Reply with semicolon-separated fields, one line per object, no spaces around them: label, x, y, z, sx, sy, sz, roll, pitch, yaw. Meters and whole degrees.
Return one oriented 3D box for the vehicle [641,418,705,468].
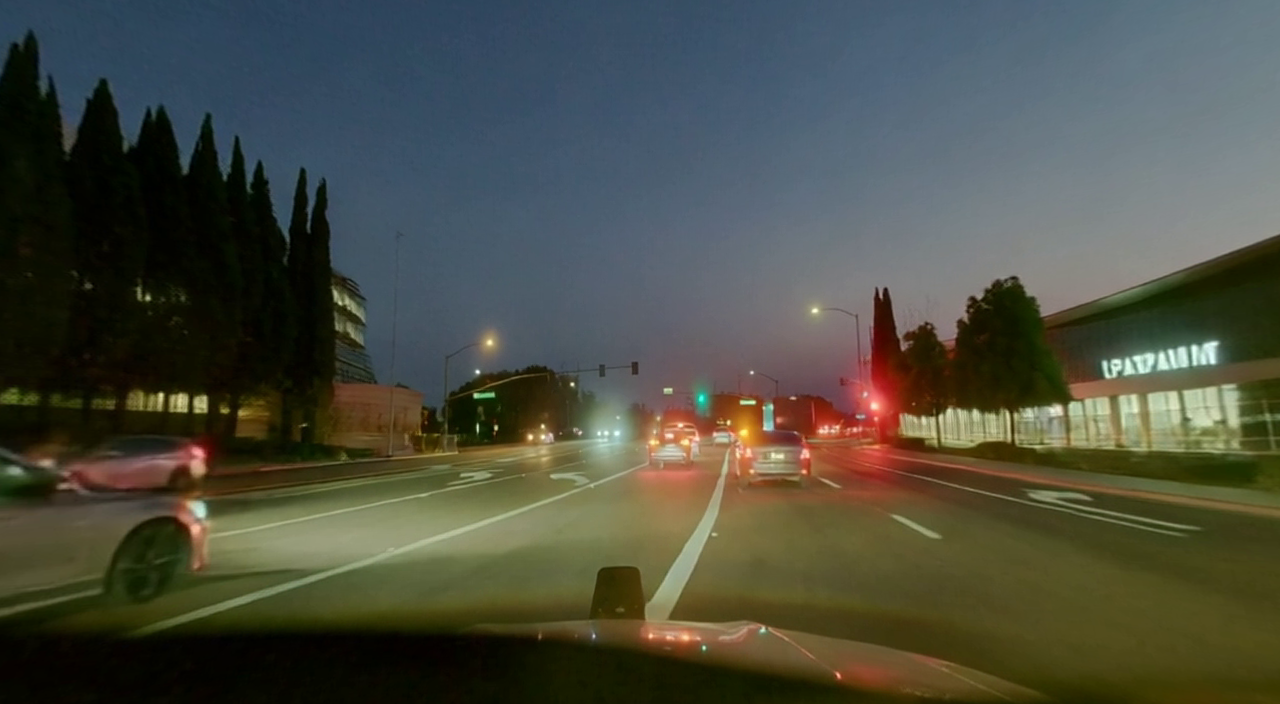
vehicle;1.465;3.774;26.028;2.188;1.892;4.488;-1;-9;9

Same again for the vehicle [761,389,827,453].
vehicle;10.272;4.902;43.050;2.965;3.900;9.064;-1;-9;5

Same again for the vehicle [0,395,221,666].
vehicle;-4.717;0.936;3.108;2.010;1.515;4.152;-1;-9;9

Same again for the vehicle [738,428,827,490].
vehicle;3.884;2.973;17.834;2.109;1.500;4.585;-1;-9;9
